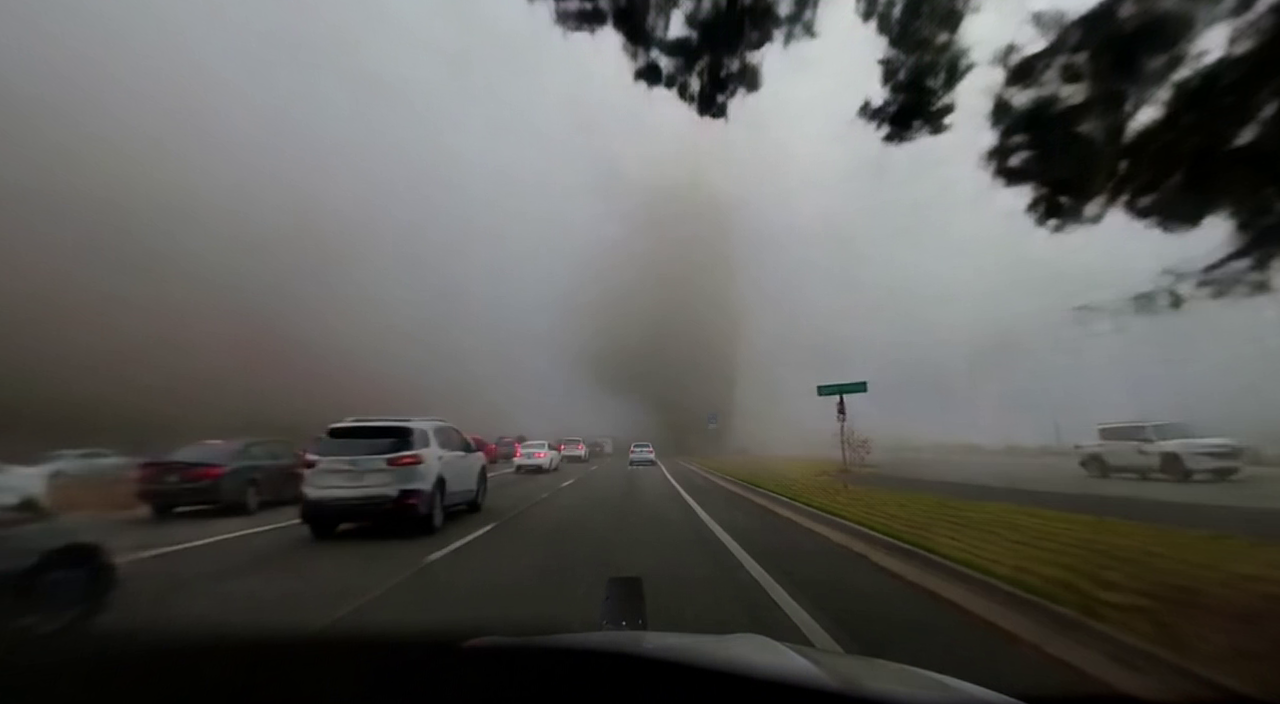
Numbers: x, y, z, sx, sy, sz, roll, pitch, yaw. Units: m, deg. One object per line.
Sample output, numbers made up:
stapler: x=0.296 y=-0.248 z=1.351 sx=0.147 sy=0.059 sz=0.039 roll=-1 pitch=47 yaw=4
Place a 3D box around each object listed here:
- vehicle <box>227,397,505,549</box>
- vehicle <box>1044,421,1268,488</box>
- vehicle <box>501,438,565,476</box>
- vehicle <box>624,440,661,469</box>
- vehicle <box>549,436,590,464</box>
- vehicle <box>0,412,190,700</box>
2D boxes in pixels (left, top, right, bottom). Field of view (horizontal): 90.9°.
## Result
vehicle: x=-3.946 y=1.868 z=10.440 sx=2.242 sy=1.852 sz=5.201 roll=0 pitch=-8 yaw=0
vehicle: x=14.443 y=2.897 z=17.900 sx=4.513 sy=1.755 sz=1.874 roll=-1 pitch=-8 yaw=3
vehicle: x=-4.497 y=4.455 z=27.086 sx=2.068 sy=1.480 sz=4.039 roll=0 pitch=-8 yaw=0
vehicle: x=0.137 y=5.462 z=33.831 sx=1.875 sy=1.453 sz=3.888 roll=0 pitch=-8 yaw=0
vehicle: x=-4.466 y=6.301 z=40.743 sx=2.042 sy=1.713 sz=4.493 roll=0 pitch=-8 yaw=1
vehicle: x=-4.294 y=0.913 z=2.265 sx=1.958 sy=1.472 sz=4.555 roll=0 pitch=-8 yaw=1
